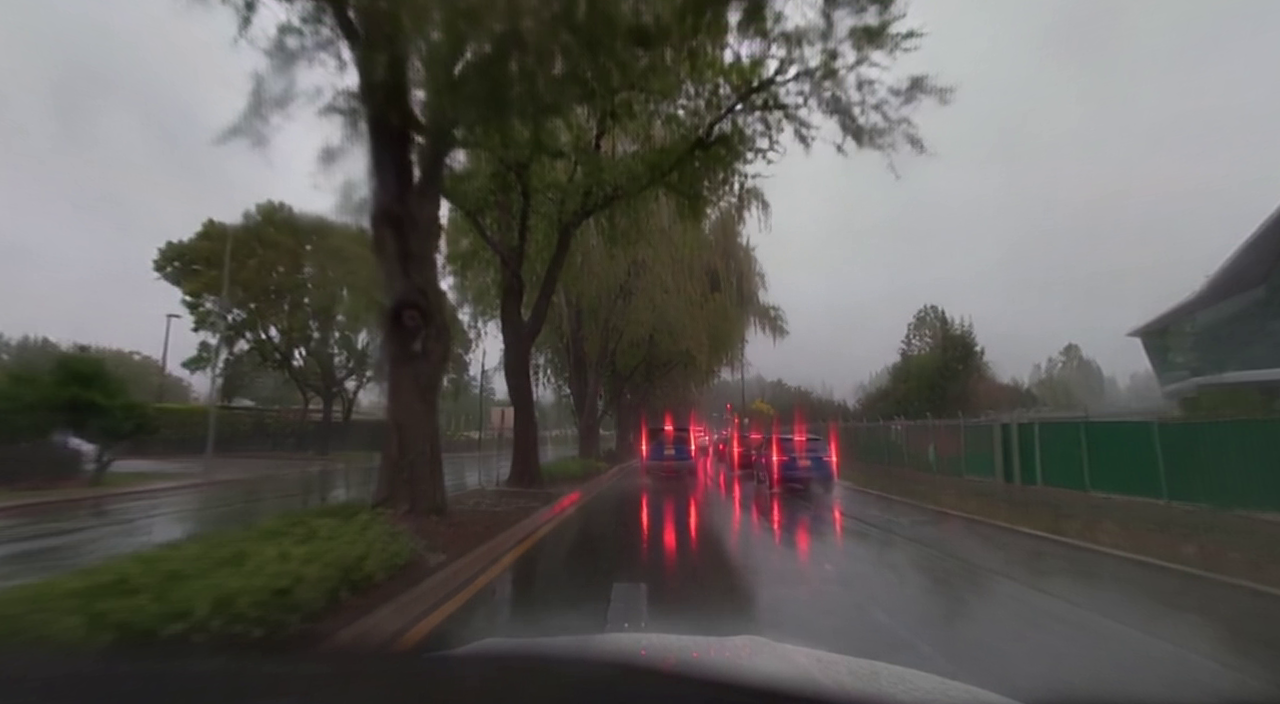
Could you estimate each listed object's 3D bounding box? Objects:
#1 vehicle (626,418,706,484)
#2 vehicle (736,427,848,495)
[{"bbox_3d":[0.873,3.284,21.014,2.386,1.947,4.168,-1,-8,3],"label":"vehicle"},{"bbox_3d":[4.236,3.132,18.436,2.138,1.699,4.852,0,-8,1],"label":"vehicle"}]
